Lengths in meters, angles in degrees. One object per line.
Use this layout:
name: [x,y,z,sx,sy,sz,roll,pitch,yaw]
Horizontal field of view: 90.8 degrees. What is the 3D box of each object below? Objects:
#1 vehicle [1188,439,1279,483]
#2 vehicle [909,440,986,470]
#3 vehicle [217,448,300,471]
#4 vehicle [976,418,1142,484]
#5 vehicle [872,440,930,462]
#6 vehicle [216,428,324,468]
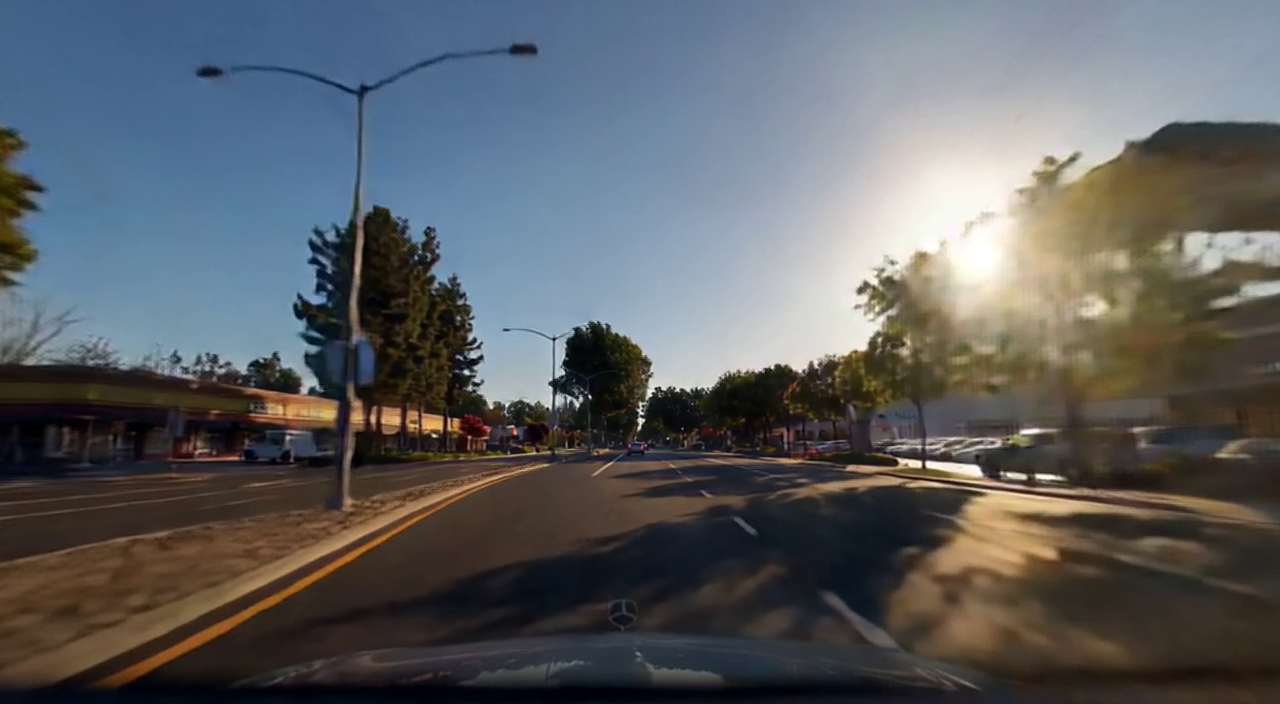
vehicle: [22.673,3.857,22.561,1.791,1.458,4.316,0,-9,-12]
vehicle: [16.449,5.517,34.088,1.880,1.477,4.556,0,-9,1]
vehicle: [-27.504,7.766,45.651,4.564,1.494,2.183,-1,-10,-2]
vehicle: [14.947,3.611,23.080,2.235,2.016,5.481,-2,-9,0]
vehicle: [18.654,7.125,45.403,1.846,1.466,4.679,1,-9,-4]
vehicle: [-28.248,7.377,48.448,6.354,2.899,2.812,0,-9,0]
